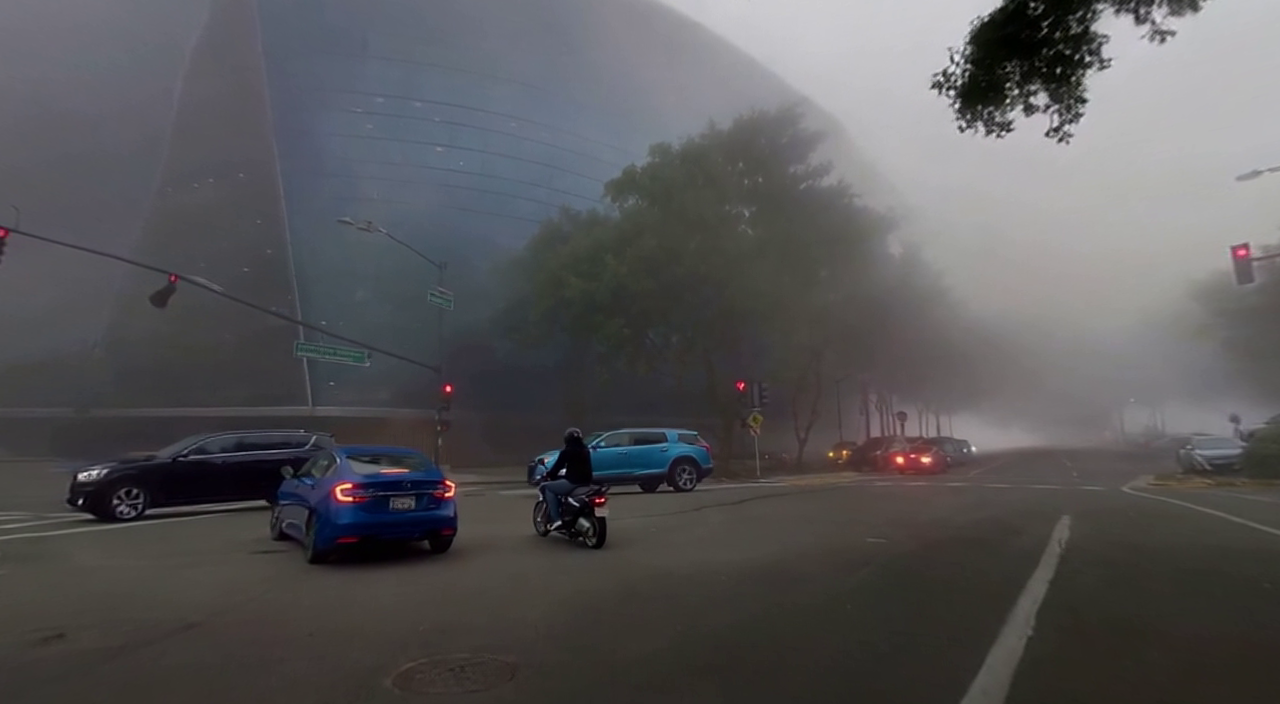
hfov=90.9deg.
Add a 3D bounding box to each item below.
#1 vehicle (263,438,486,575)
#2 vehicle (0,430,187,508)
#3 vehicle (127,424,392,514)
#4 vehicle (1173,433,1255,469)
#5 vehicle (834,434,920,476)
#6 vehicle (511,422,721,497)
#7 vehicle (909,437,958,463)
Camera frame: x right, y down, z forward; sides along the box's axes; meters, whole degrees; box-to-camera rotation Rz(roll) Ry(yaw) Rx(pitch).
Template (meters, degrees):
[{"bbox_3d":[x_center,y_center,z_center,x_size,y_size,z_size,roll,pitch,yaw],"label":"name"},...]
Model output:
[{"bbox_3d":[-4.005,1.993,9.092,2.009,1.450,4.182,6,-10,-35],"label":"vehicle"},{"bbox_3d":[-14.176,2.884,15.875,4.380,1.727,2.052,-2,-9,15],"label":"vehicle"},{"bbox_3d":[-8.073,2.490,13.659,4.583,1.755,1.936,-1,-8,7],"label":"vehicle"},{"bbox_3d":[25.512,4.389,28.195,1.872,1.467,4.385,-5,-10,32],"label":"vehicle"},{"bbox_3d":[10.613,4.539,28.054,2.084,1.656,4.583,-7,-11,39],"label":"vehicle"},{"bbox_3d":[-0.749,3.166,18.947,5.833,1.960,2.341,3,-9,-19],"label":"vehicle"},{"bbox_3d":[18.734,6.245,40.155,2.024,1.543,4.028,-6,-10,35],"label":"vehicle"}]
